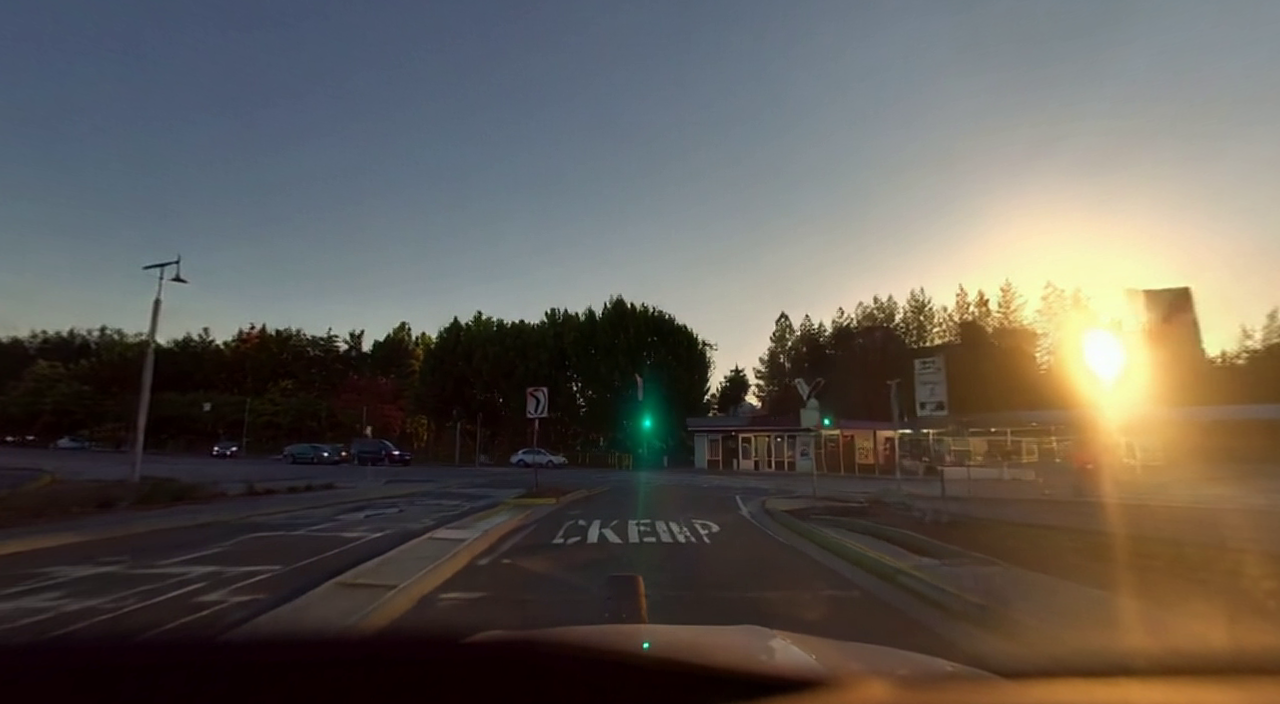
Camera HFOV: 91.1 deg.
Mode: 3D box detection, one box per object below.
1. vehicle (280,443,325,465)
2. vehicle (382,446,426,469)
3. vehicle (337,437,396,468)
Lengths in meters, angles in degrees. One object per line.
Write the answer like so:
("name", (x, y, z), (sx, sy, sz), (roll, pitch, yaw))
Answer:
("vehicle", (-24.544, 7.443, 45.748), (1.771, 1.510, 3.545), (2, -9, -9))
("vehicle", (-15.213, 6.797, 40.611), (1.789, 1.399, 4.236), (2, -9, -9))
("vehicle", (-18.214, 6.695, 42.100), (2.337, 1.934, 4.843), (1, -9, -8))
